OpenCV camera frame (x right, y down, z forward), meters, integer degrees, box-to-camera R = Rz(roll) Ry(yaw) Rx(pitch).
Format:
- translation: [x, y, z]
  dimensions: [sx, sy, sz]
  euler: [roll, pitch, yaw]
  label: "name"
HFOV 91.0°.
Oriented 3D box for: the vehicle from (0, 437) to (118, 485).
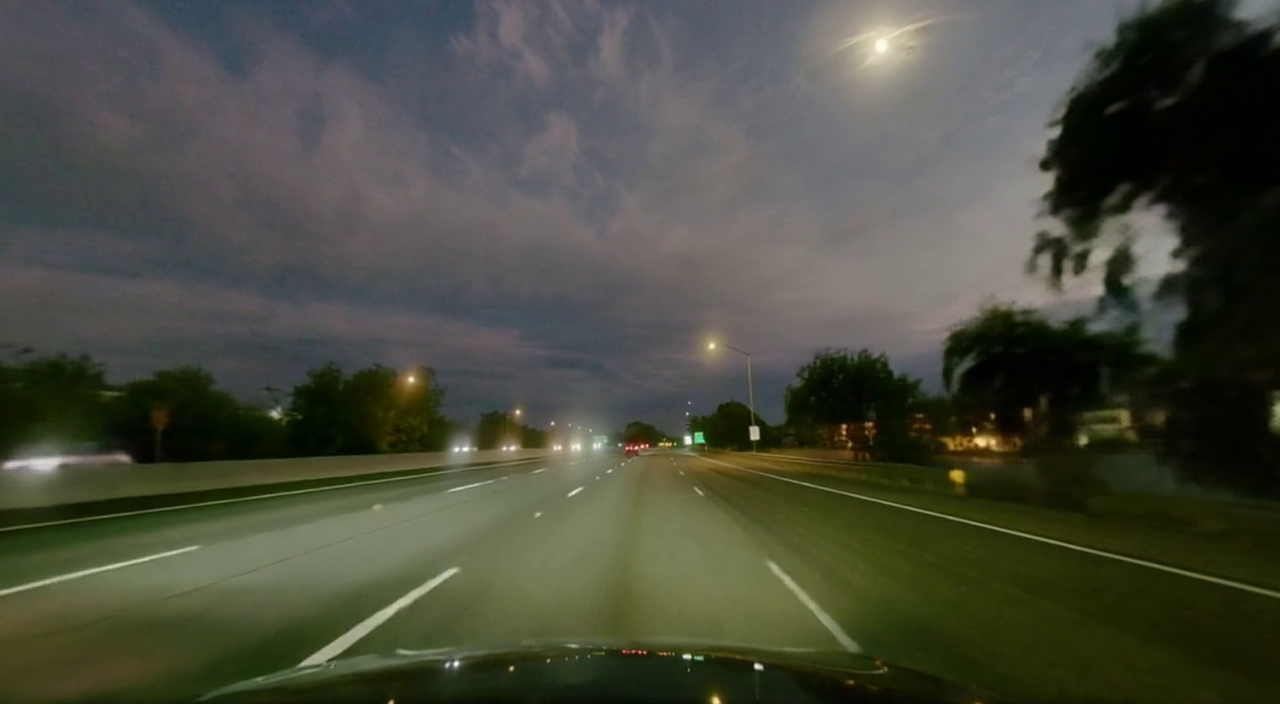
- translation: [-26.945, 4.768, 27.989]
  dimensions: [2.389, 1.915, 5.855]
  euler: [0, -8, 1]
  label: "vehicle"
